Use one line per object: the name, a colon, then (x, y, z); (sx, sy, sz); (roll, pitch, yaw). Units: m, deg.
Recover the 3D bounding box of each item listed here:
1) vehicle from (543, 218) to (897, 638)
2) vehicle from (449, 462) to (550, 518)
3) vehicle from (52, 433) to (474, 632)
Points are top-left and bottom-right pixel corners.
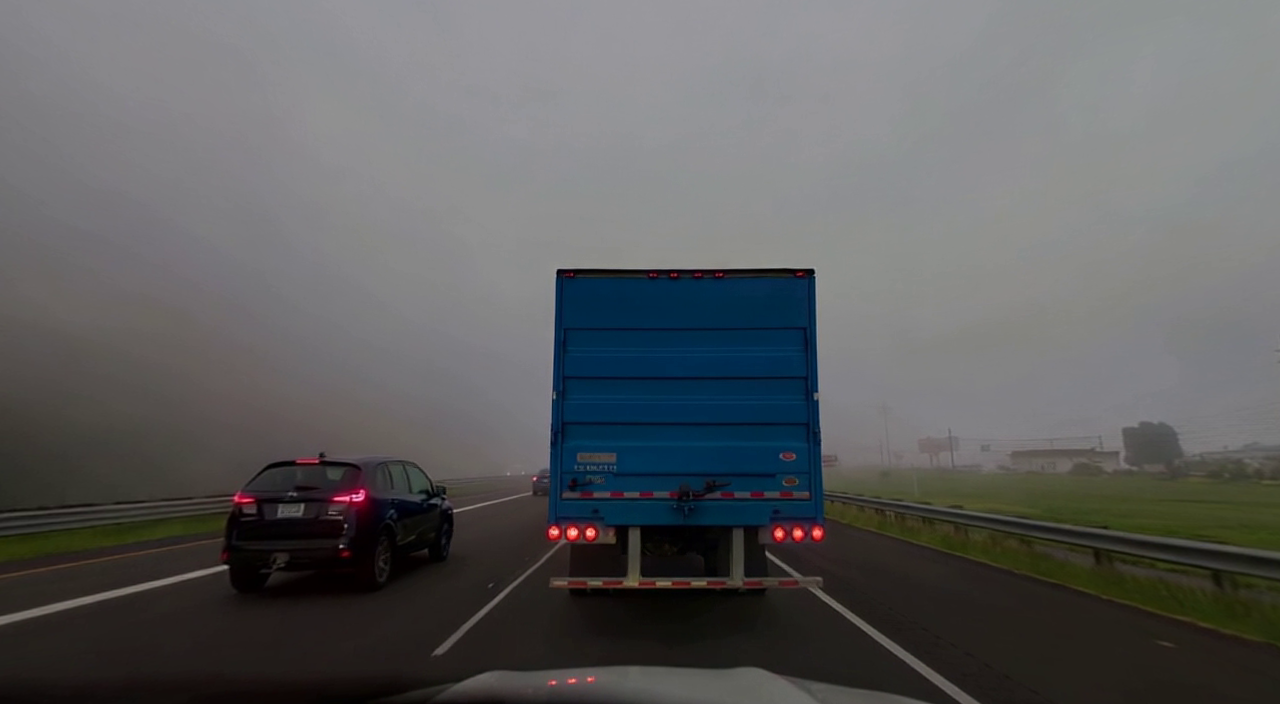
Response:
vehicle: (0.764, 1.326, 9.635); (2.831, 3.529, 8.689); (0, -11, 2)
vehicle: (-4.138, 4.150, 19.350); (1.891, 1.469, 4.431); (0, -11, 2)
vehicle: (-3.747, 1.934, 7.698); (1.983, 1.575, 4.973); (0, -11, 1)
